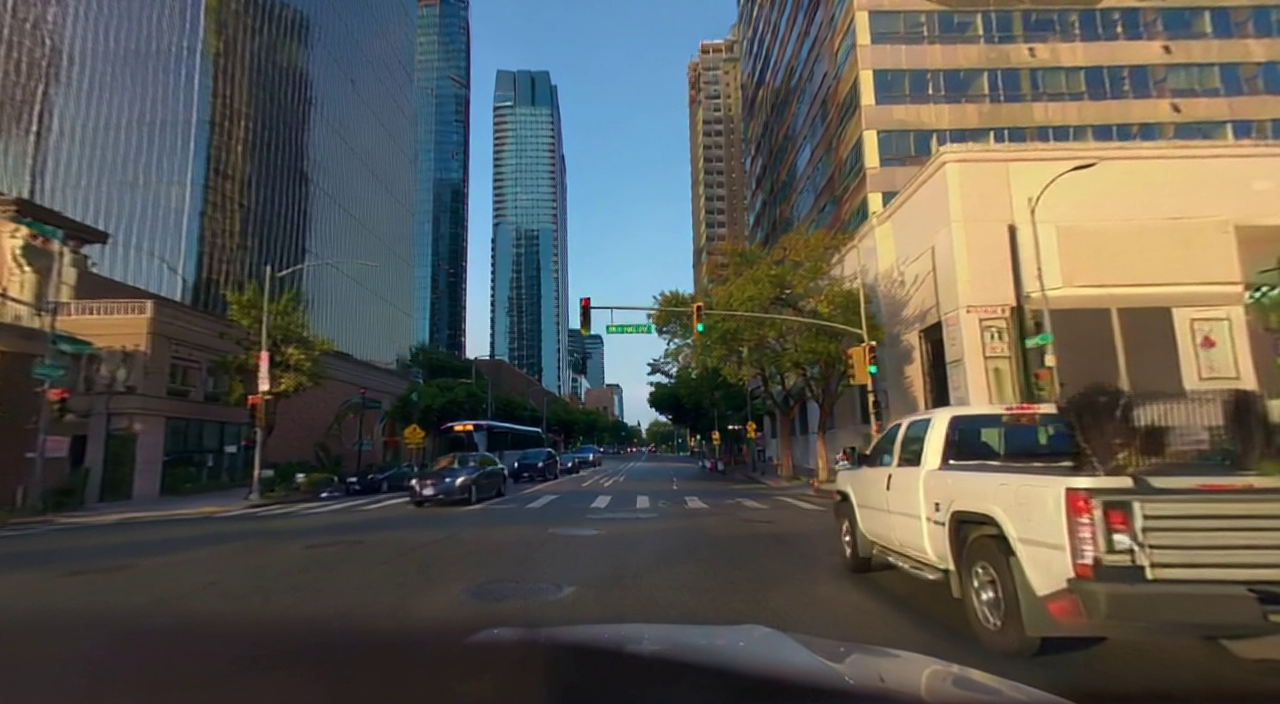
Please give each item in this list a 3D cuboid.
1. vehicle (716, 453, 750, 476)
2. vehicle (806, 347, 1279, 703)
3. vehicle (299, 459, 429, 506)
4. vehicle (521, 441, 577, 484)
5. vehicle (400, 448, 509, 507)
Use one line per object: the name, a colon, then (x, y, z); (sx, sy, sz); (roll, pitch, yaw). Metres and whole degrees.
vehicle: (7.124, 8.608, 48.578); (1.962, 1.617, 4.325); (0, -9, 0)
vehicle: (3.301, 1.299, 5.632); (2.118, 1.848, 5.426); (0, -9, 0)
vehicle: (-10.188, 4.818, 23.730); (2.003, 1.489, 4.656); (-2, -9, 13)
vehicle: (-5.006, 6.163, 35.626); (2.304, 2.208, 5.200); (0, -9, 1)
vehicle: (-5.553, 3.775, 19.481); (1.997, 1.610, 4.144); (0, -9, 1)
